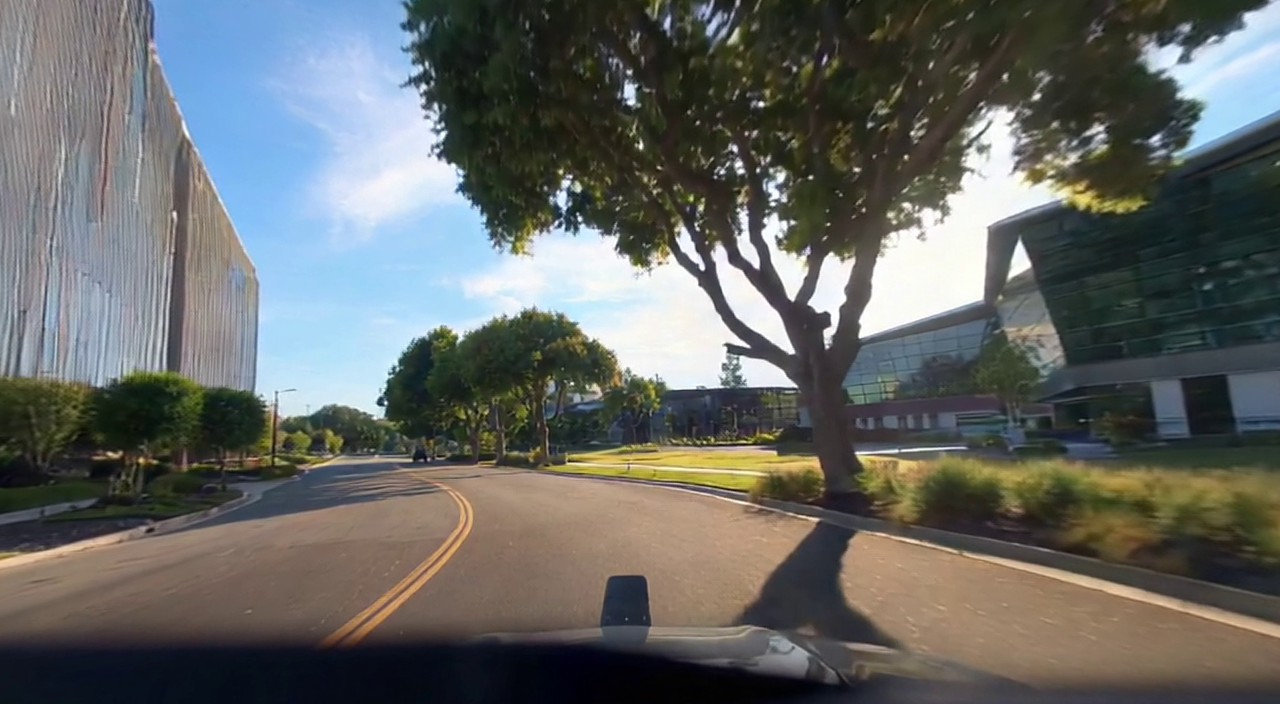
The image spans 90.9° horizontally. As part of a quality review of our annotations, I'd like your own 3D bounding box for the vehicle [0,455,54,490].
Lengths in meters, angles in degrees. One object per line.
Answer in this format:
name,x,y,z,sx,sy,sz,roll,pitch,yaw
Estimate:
vehicle,-33.828,6.388,33.689,1.929,1.650,4.638,3,-9,-21
